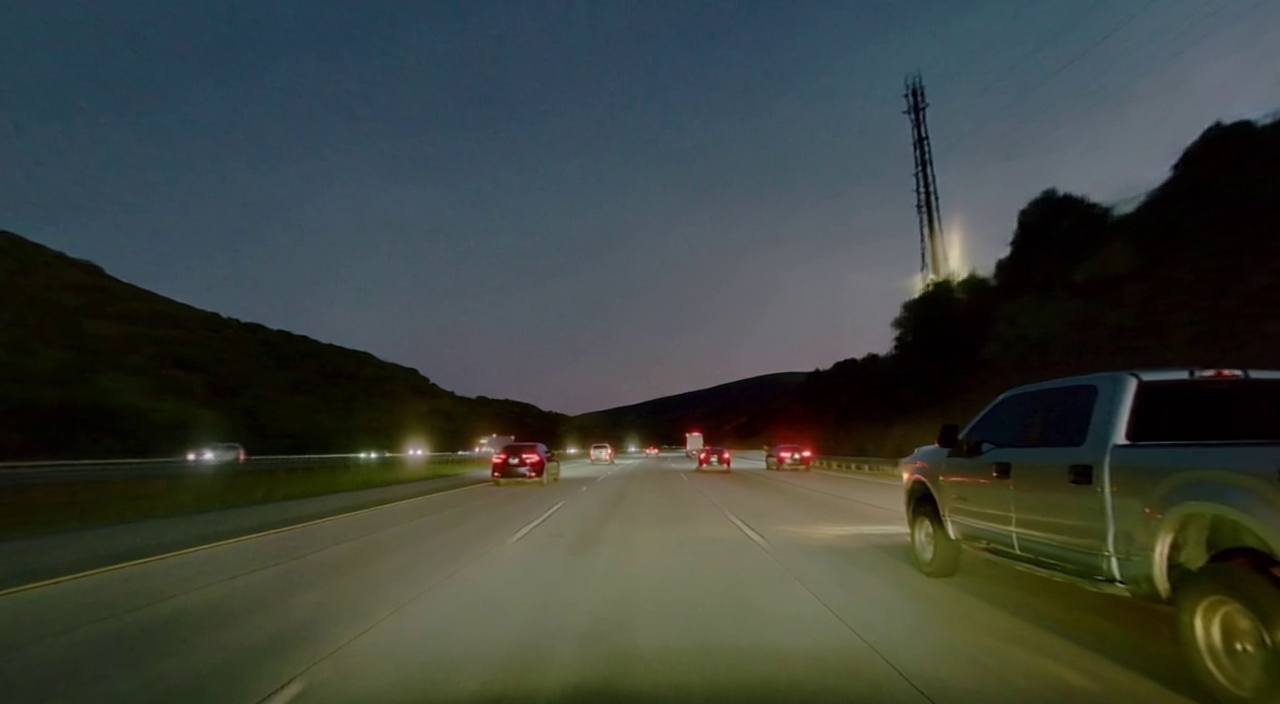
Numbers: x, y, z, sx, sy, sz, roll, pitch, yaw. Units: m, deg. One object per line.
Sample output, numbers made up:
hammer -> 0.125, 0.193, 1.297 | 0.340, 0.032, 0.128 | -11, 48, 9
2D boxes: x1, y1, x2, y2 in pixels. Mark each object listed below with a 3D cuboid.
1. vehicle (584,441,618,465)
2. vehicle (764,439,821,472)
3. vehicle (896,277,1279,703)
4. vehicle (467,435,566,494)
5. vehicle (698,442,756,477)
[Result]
vehicle -> -2.867, 7.579, 47.316 | 2.021, 1.679, 4.310 | -1, -8, 3
vehicle -> 8.100, 5.523, 33.963 | 1.986, 1.633, 4.430 | 0, -8, 0
vehicle -> 3.475, 0.823, 3.302 | 2.098, 1.925, 5.171 | 0, -8, 0
vehicle -> -3.766, 3.534, 20.153 | 2.113, 1.636, 4.494 | -1, -8, 2
vehicle -> 3.908, 4.924, 29.201 | 2.046, 1.471, 4.333 | 0, -8, 0
